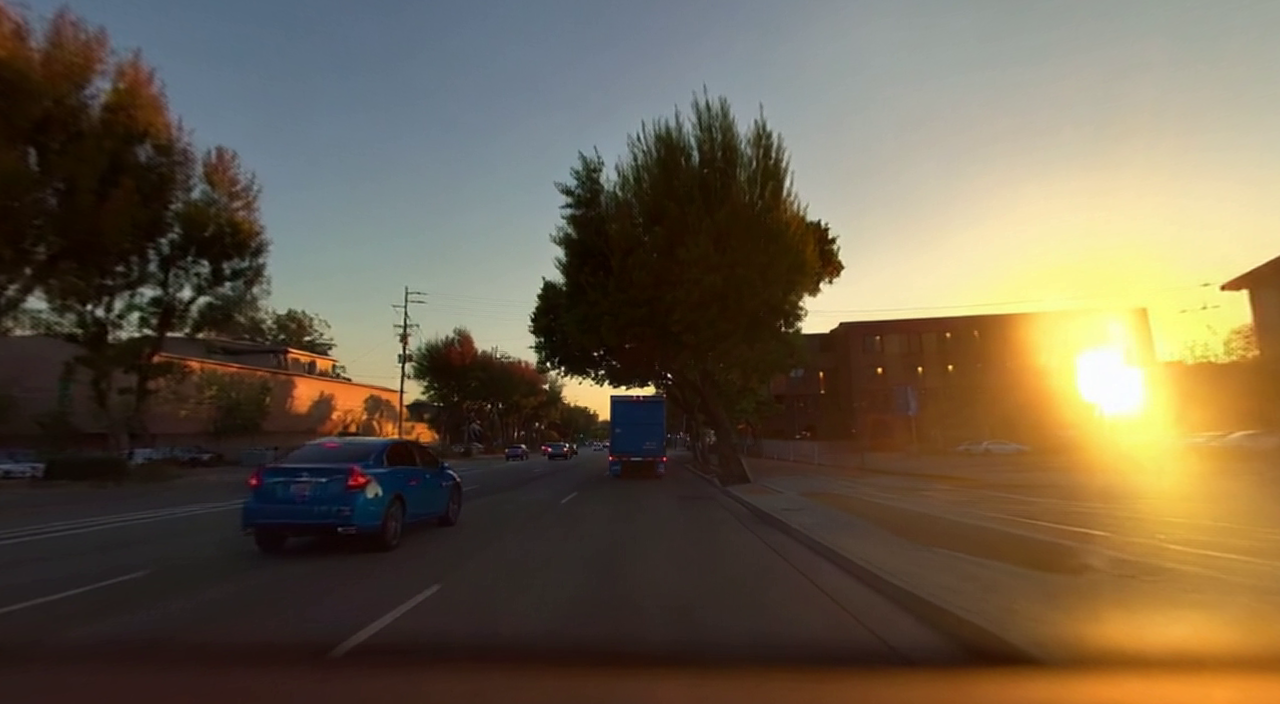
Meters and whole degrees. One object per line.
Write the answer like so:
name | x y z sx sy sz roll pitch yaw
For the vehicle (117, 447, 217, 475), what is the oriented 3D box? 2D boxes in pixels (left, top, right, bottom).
vehicle | -35.848 8.248 47.696 5.845 1.983 2.215 -1 -8 2

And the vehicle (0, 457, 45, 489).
vehicle | -33.391 6.314 32.947 4.394 1.478 2.084 -6 -10 34

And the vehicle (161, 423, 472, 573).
vehicle | -4.056 1.893 8.960 2.078 1.597 4.355 0 -9 0

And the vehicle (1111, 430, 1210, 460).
vehicle | 25.773 4.631 31.153 3.503 1.419 1.646 1 -8 -4

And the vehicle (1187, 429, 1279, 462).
vehicle | 27.341 4.258 28.591 3.341 1.387 1.619 -1 -8 -3

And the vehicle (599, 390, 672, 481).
vehicle | -0.112 4.001 29.664 2.905 3.644 8.807 0 -9 1
